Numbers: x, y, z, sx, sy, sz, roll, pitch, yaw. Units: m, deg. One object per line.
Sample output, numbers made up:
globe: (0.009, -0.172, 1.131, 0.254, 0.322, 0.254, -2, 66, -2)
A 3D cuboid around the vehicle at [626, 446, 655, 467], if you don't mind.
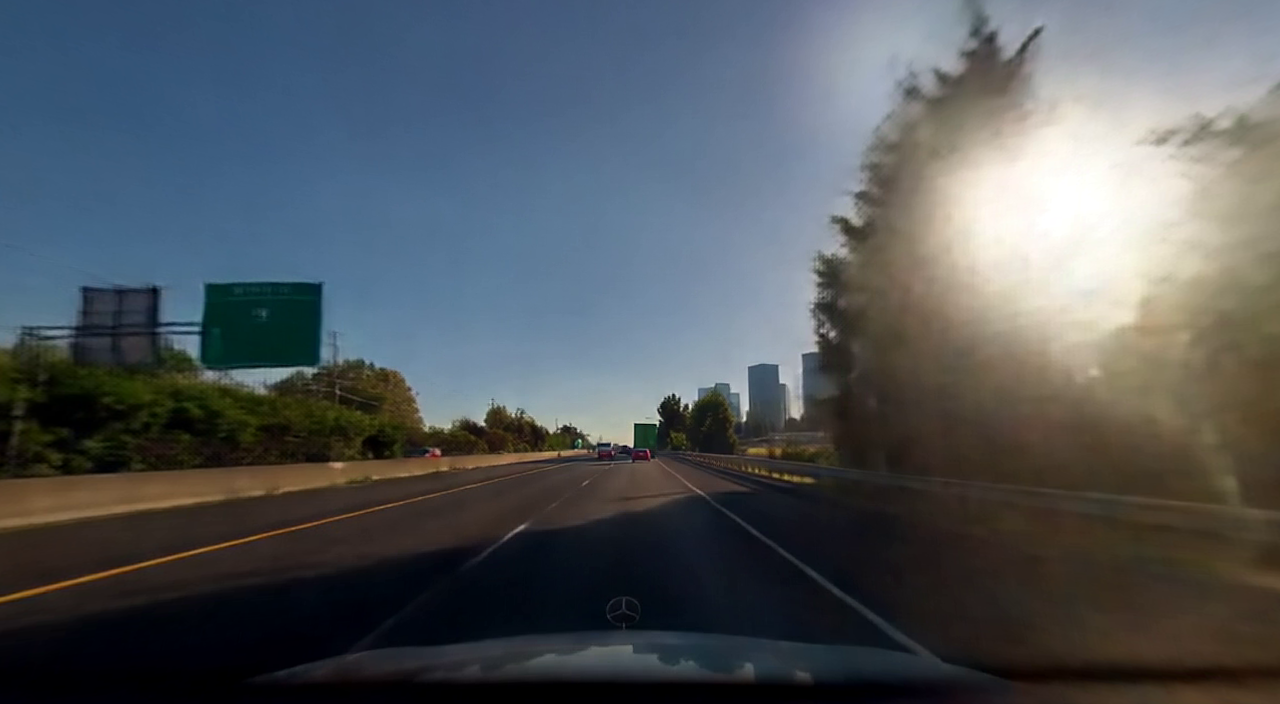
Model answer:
vehicle: (0.017, 7.965, 48.124, 2.094, 1.559, 3.945, 0, -9, 0)
